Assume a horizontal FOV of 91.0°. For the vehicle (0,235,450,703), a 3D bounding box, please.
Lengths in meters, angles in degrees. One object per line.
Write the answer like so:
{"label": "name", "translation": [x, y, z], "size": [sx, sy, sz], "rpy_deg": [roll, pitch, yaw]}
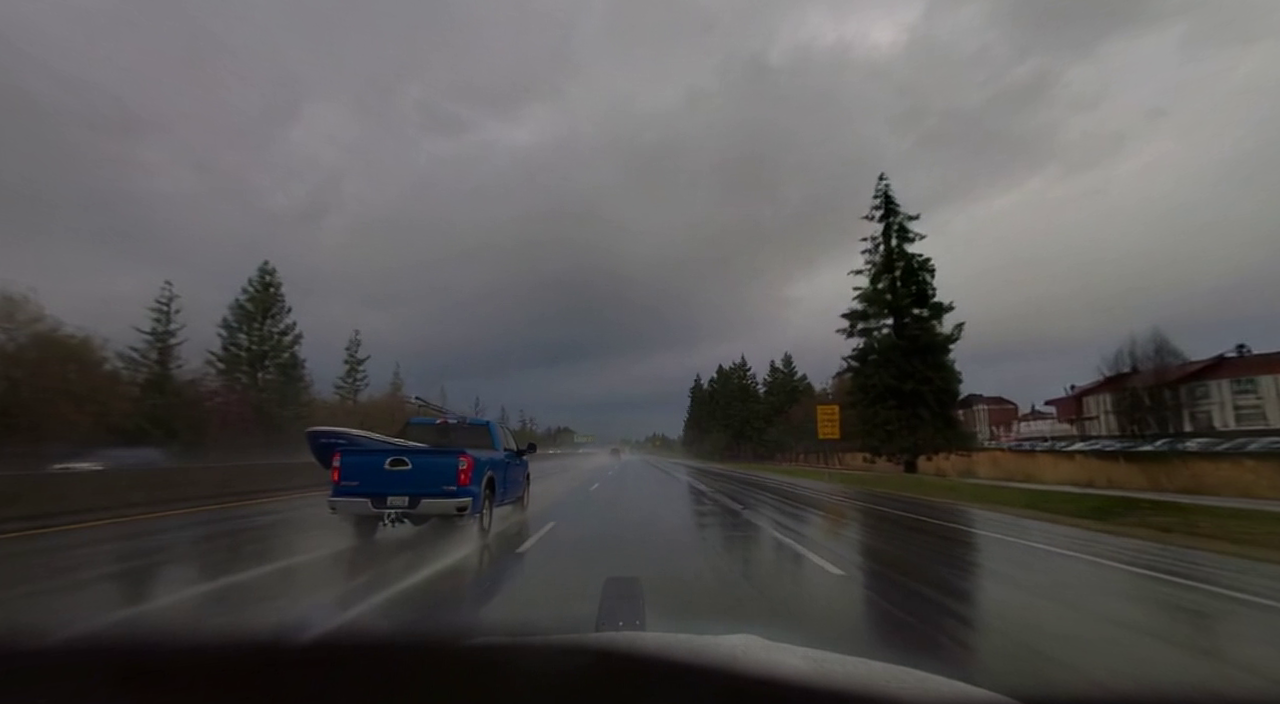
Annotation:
{"label": "vehicle", "translation": [-2.787, 0.843, 3.134], "size": [1.919, 1.935, 5.609], "rpy_deg": [0, -9, 0]}
